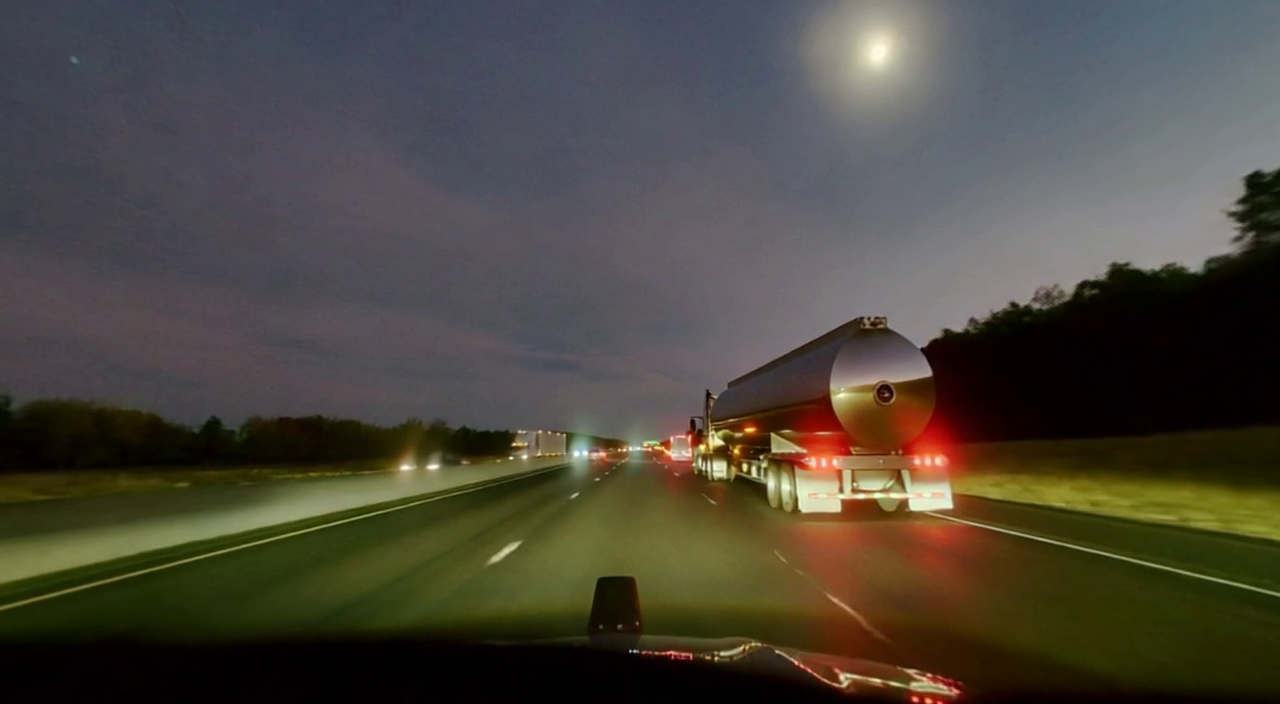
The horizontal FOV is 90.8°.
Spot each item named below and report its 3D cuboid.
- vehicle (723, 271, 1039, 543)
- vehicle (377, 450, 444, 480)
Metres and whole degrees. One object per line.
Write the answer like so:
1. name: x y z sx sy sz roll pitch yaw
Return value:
1. vehicle: 3.890 1.450 13.506 2.759 3.734 9.708 0 -9 -1
2. vehicle: -11.490 5.671 31.895 1.820 1.432 3.977 0 -9 1
